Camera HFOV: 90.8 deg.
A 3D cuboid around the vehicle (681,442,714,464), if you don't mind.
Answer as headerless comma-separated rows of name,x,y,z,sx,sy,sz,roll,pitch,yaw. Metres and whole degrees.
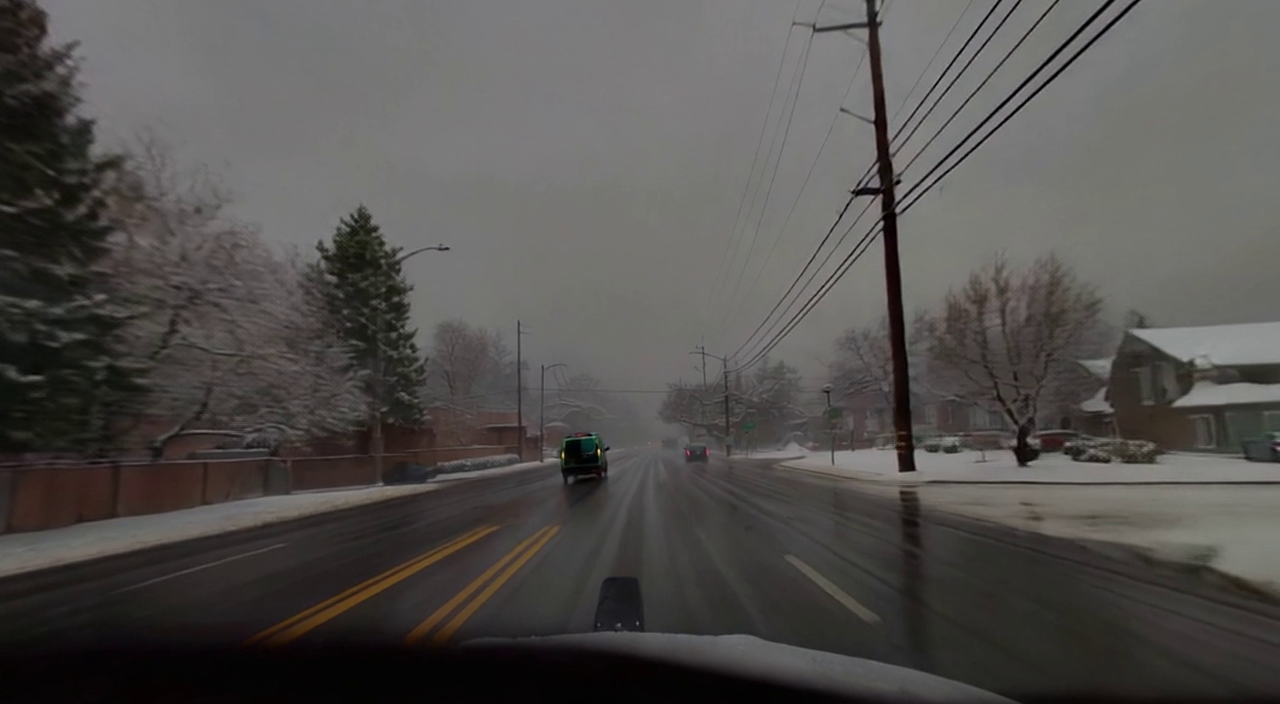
vehicle,4.070,7.229,45.318,2.015,1.467,4.117,-1,-8,1
